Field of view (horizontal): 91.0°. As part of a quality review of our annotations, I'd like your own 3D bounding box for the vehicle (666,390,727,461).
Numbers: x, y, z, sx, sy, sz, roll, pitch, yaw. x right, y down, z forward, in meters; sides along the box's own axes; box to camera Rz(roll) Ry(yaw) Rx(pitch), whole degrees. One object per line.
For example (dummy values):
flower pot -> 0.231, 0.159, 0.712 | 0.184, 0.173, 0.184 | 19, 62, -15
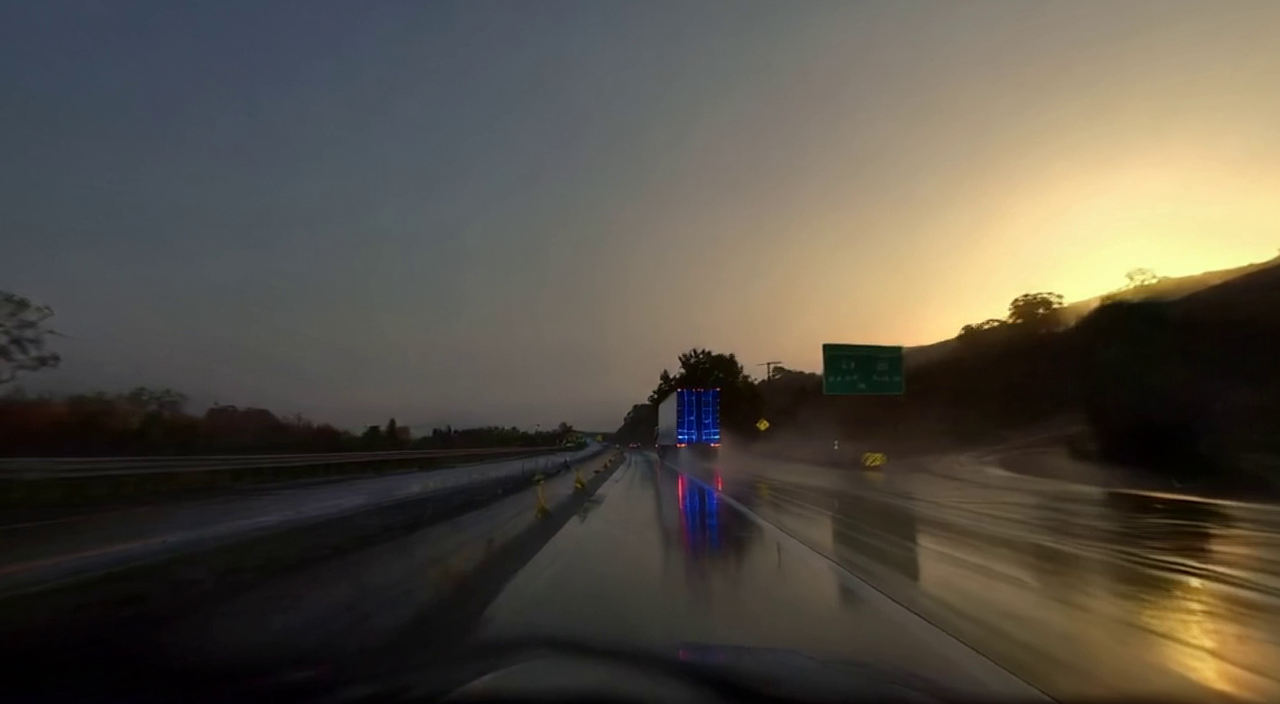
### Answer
vehicle -> 3.990, 5.801, 48.227 | 3.615, 4.578, 13.539 | 0, -8, 1
